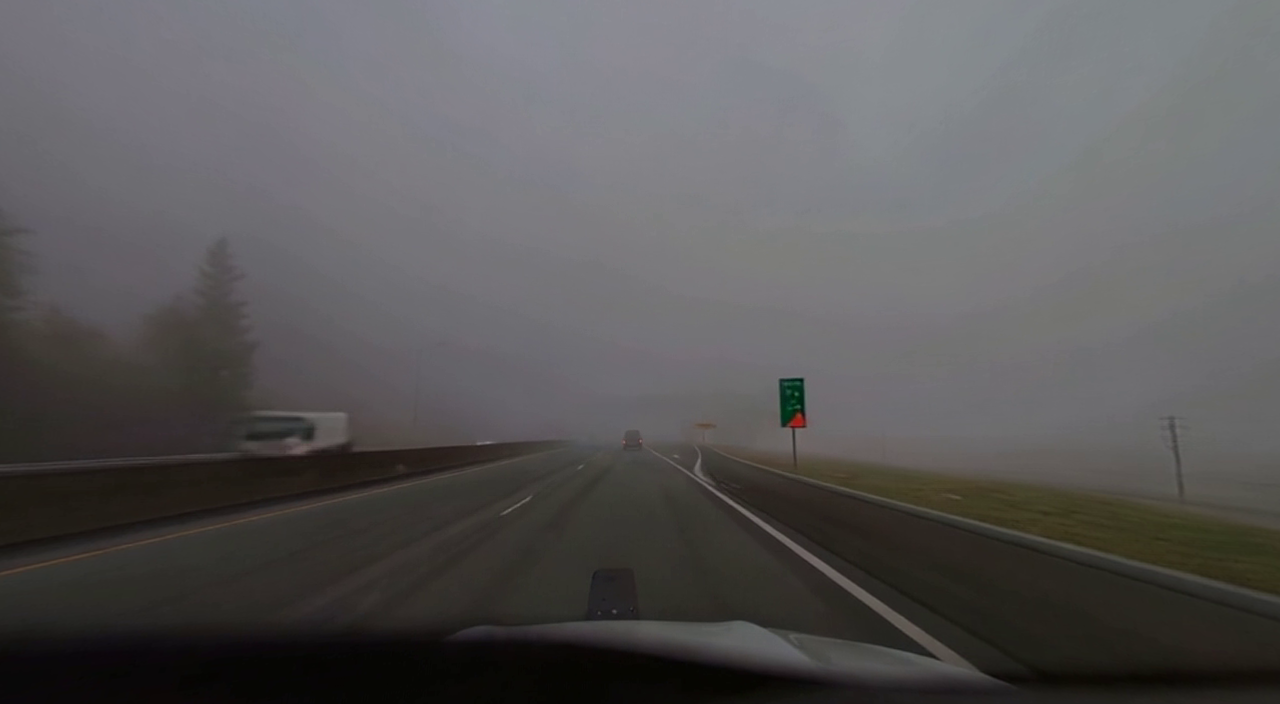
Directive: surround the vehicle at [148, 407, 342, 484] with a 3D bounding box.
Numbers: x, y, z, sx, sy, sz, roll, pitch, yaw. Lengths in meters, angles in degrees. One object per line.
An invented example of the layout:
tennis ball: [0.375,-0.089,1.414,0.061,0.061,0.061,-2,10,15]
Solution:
vehicle: [-13.083,3.165,21.662,2.624,2.225,6.259,0,-8,-1]
